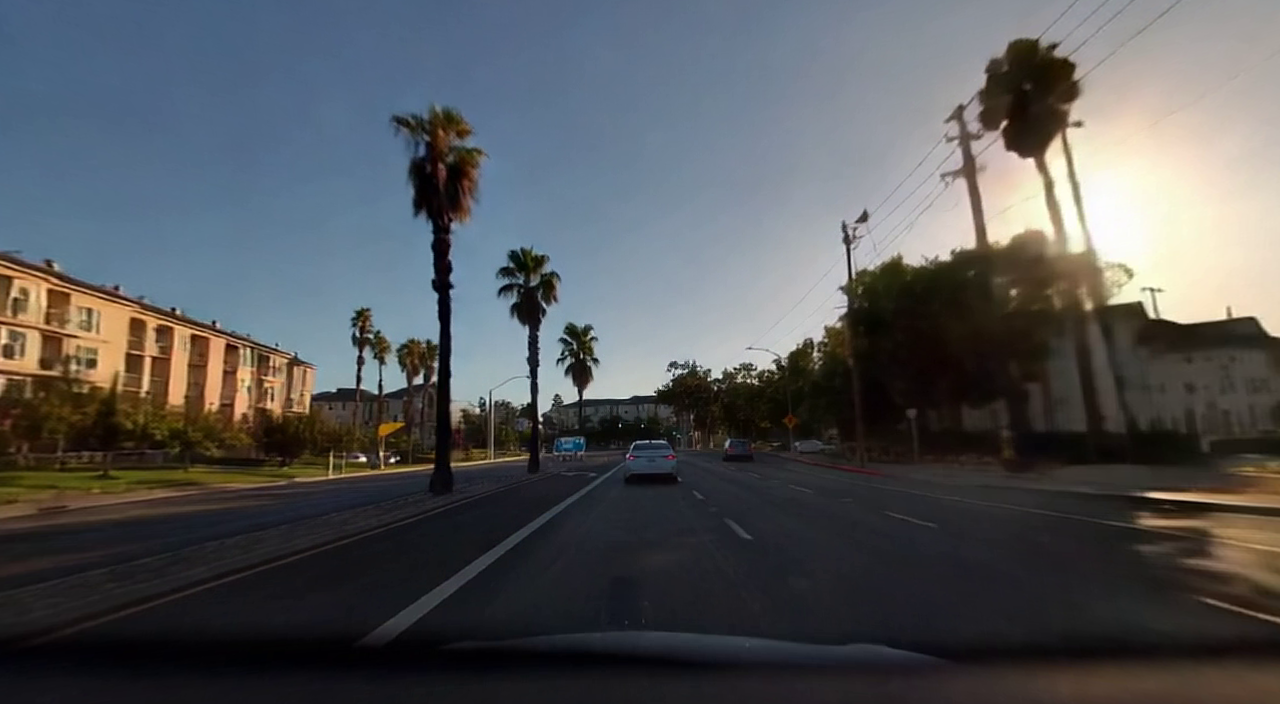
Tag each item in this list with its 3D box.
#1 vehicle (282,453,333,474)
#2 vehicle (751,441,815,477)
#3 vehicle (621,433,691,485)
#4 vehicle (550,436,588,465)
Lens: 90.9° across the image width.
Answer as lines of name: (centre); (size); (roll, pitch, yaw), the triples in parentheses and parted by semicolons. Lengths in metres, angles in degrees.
vehicle: (-25.570, 8.526, 48.327); (4.694, 1.484, 1.893); (-8, -11, 42)
vehicle: (6.442, 4.860, 28.925); (1.897, 1.477, 4.360); (0, -8, -1)
vehicle: (0.484, 3.794, 22.628); (2.289, 1.679, 4.180); (0, -8, -1)
vehicle: (-5.047, 7.120, 45.606); (2.193, 1.967, 4.600); (0, -8, 1)
